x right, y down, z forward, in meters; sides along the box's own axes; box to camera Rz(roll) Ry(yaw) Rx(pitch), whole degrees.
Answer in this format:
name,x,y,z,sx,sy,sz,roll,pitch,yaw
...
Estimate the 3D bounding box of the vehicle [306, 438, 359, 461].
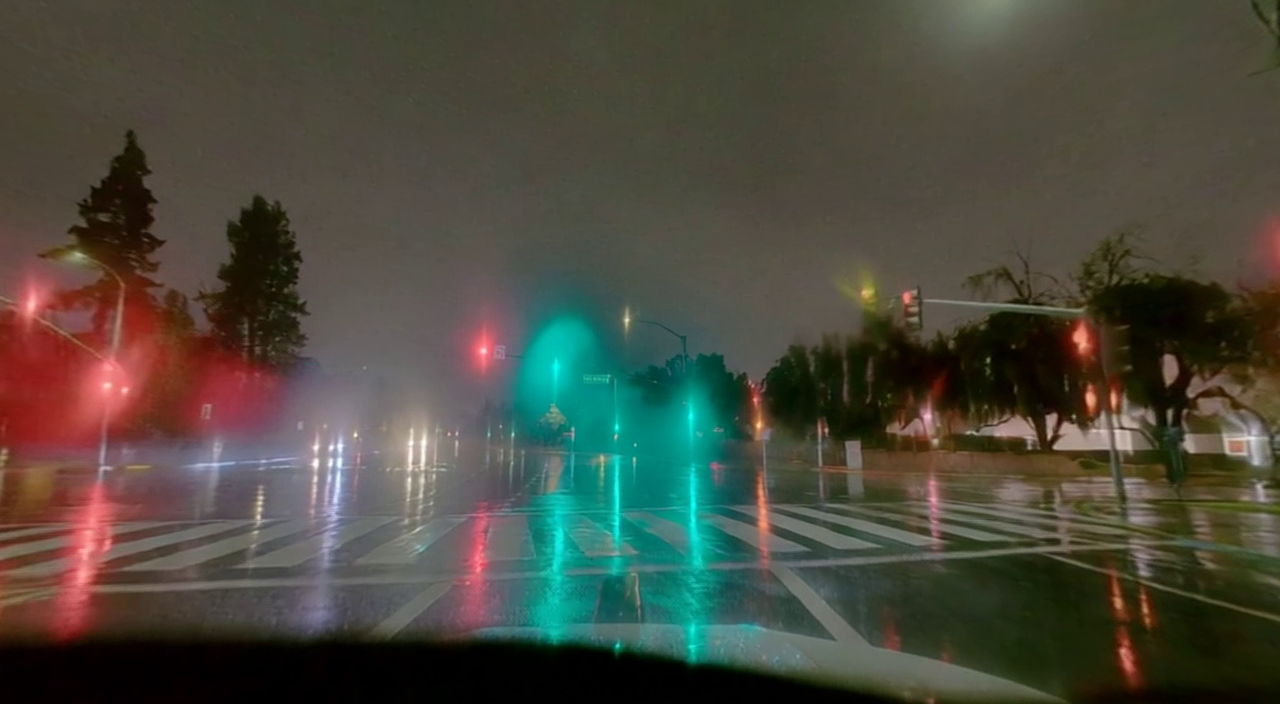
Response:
name,x,y,z,sx,sy,sz,roll,pitch,yaw
vehicle,-20.808,6.614,42.980,1.918,1.432,4.433,1,-9,-8
